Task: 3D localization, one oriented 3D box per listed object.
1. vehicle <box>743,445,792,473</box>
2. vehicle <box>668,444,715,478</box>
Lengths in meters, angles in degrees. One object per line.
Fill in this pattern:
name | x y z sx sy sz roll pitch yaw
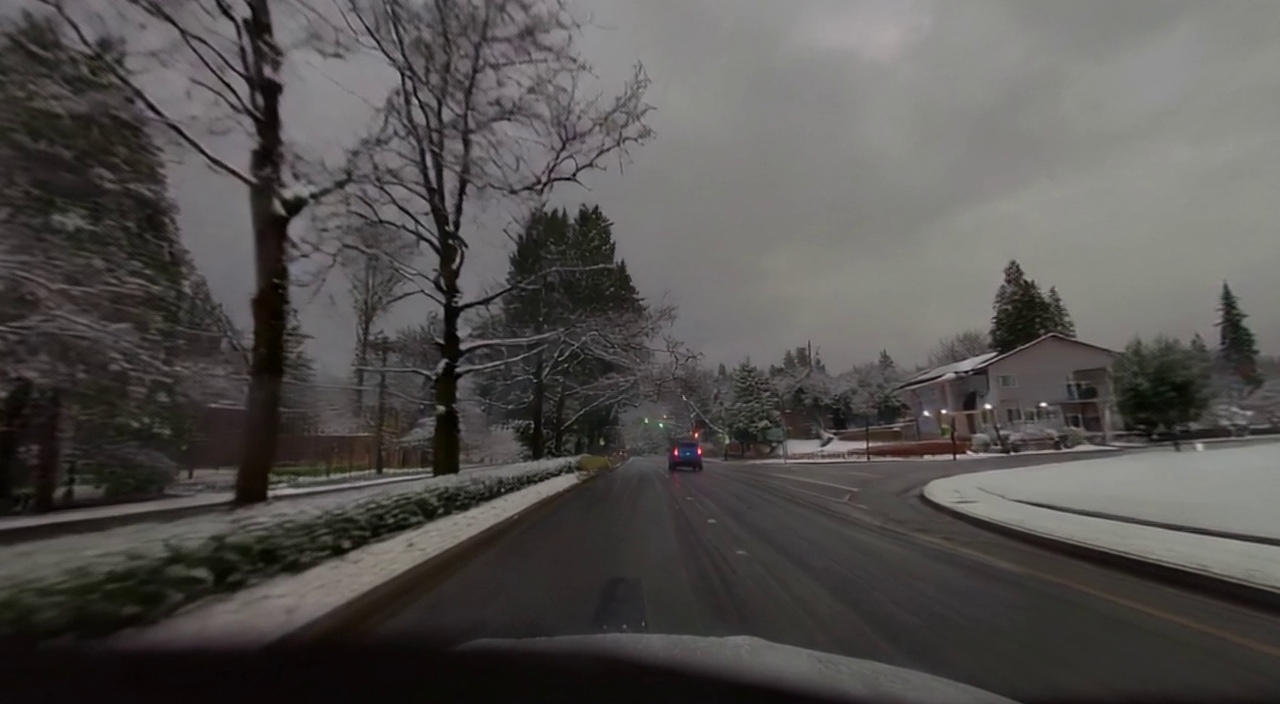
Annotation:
vehicle | 9.100 7.523 44.627 2.269 1.826 5.192 -3 -9 23
vehicle | 2.820 6.067 35.528 2.180 1.773 4.639 0 -8 0
